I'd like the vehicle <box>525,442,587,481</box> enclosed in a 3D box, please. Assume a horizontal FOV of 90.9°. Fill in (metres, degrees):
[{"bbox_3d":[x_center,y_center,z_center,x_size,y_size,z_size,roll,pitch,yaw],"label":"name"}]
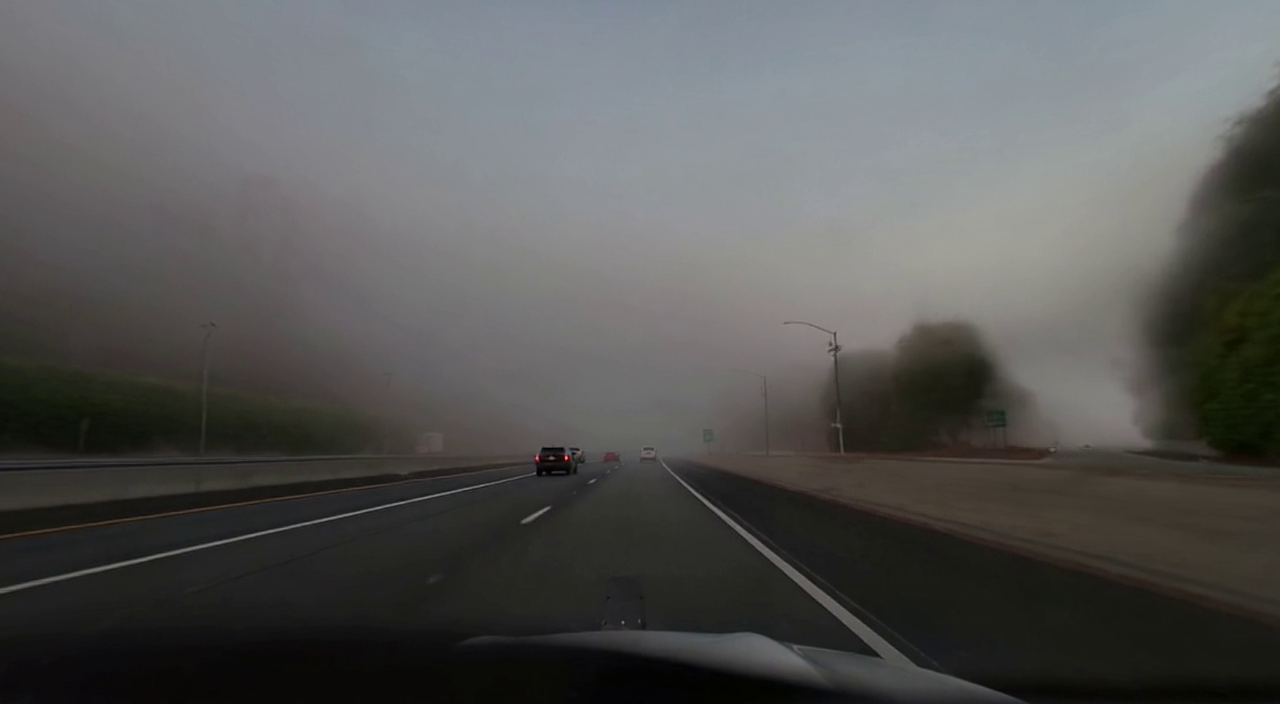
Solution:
[{"bbox_3d":[-3.895,5.183,29.979,2.263,1.696,4.321,0,-9,1],"label":"vehicle"}]
